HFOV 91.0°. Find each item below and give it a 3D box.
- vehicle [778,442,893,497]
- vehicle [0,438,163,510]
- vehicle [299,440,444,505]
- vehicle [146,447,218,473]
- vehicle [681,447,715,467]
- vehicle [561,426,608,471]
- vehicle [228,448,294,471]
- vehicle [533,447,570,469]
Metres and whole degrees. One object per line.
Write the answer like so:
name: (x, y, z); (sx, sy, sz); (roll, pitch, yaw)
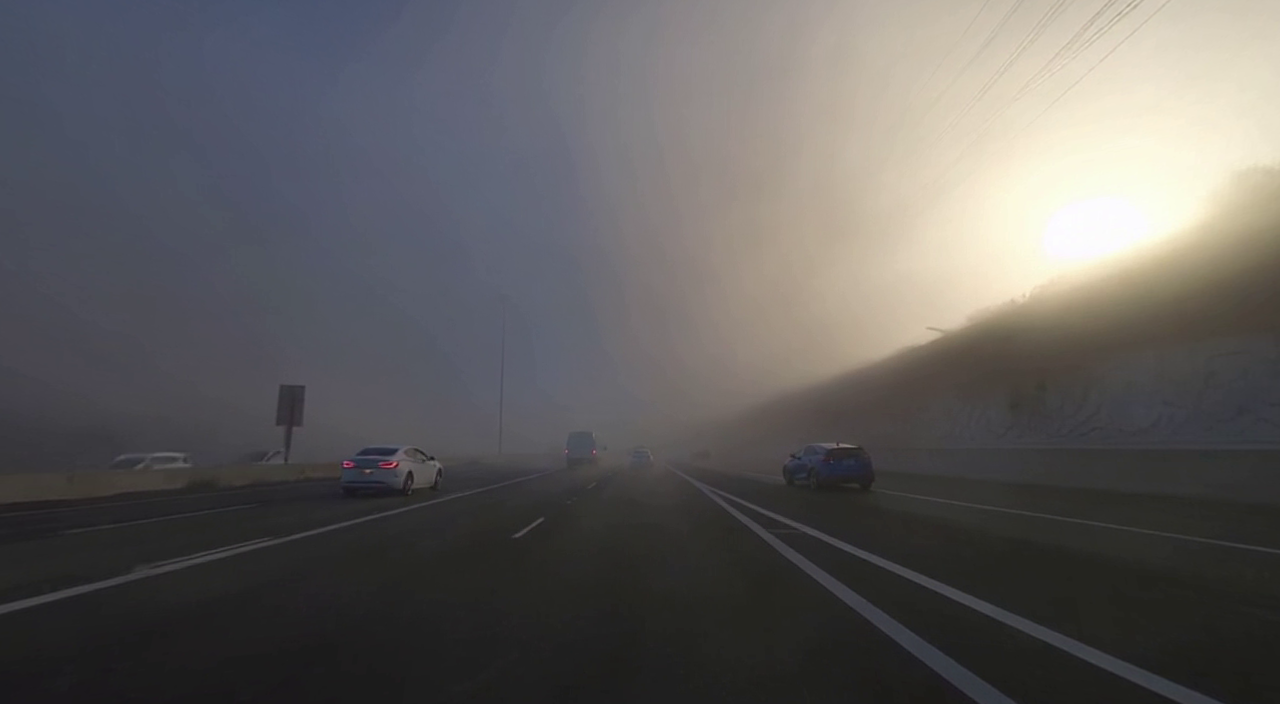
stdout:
vehicle: (5.846, 3.547, 19.461); (2.052, 1.470, 4.364); (0, -9, -2)
vehicle: (-14.922, 2.970, 15.714); (2.039, 1.538, 5.037); (0, -9, 1)
vehicle: (-7.107, 3.209, 17.275); (1.967, 1.525, 4.458); (0, -9, 1)
vehicle: (-32.923, 7.773, 45.423); (2.039, 1.759, 4.072); (0, -9, 2)
vehicle: (4.425, 8.033, 48.364); (2.095, 1.504, 4.536); (0, -9, -1)
vehicle: (-3.454, 6.205, 40.529); (2.395, 2.660, 5.827); (0, -9, 1)
vehicle: (-29.089, 8.242, 48.544); (2.070, 1.690, 4.801); (0, -9, 1)
vehicle: (-6.387, 7.662, 45.874); (1.944, 1.490, 4.442); (0, -9, 1)
